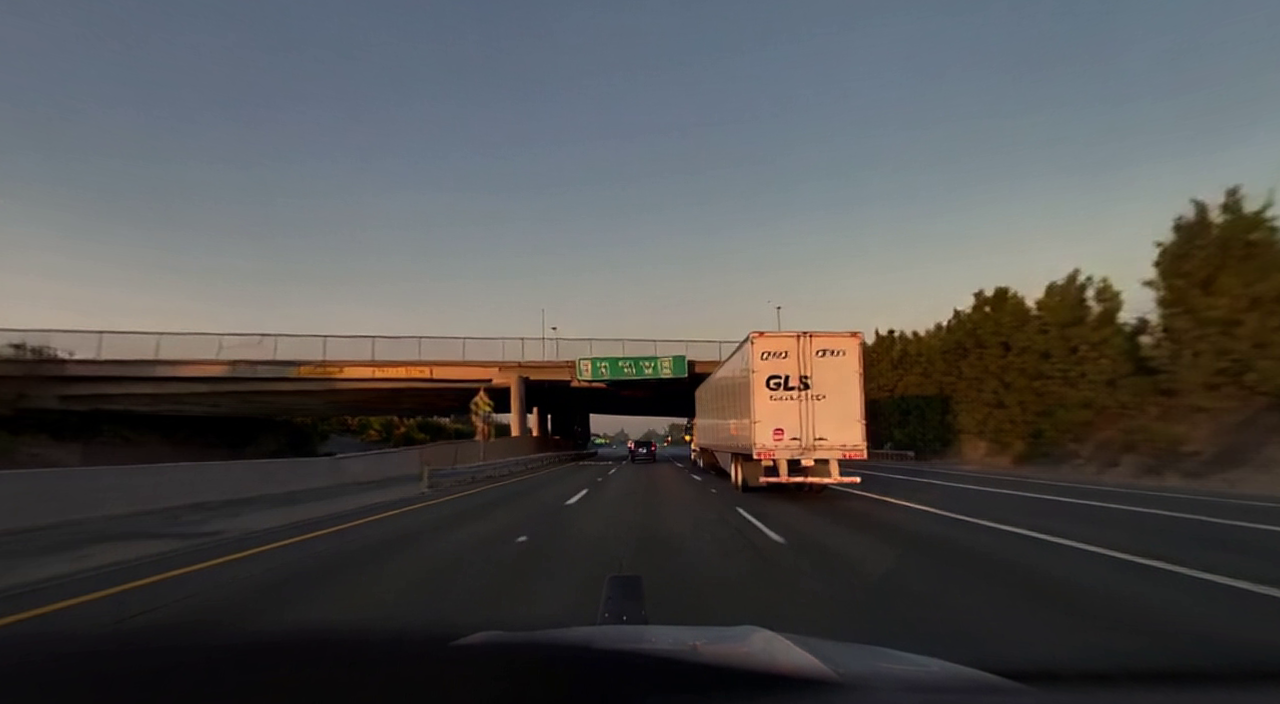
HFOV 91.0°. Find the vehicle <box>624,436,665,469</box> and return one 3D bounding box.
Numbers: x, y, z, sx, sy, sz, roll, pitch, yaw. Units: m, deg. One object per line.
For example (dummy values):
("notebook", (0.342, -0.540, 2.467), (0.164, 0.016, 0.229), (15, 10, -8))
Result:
("vehicle", (0.255, 5.326, 33.549), (2.050, 1.654, 4.192), (0, -8, 0))

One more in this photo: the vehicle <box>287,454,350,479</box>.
("vehicle", (-20.732, 7.358, 40.733), (1.853, 1.463, 4.132), (0, -8, 0))

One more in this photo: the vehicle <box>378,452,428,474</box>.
("vehicle", (-17.236, 8.059, 46.030), (1.816, 1.454, 4.458), (0, -8, 1))

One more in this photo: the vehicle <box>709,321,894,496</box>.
("vehicle", (4.272, 2.021, 19.746), (3.014, 4.068, 10.359), (0, -8, 0))
